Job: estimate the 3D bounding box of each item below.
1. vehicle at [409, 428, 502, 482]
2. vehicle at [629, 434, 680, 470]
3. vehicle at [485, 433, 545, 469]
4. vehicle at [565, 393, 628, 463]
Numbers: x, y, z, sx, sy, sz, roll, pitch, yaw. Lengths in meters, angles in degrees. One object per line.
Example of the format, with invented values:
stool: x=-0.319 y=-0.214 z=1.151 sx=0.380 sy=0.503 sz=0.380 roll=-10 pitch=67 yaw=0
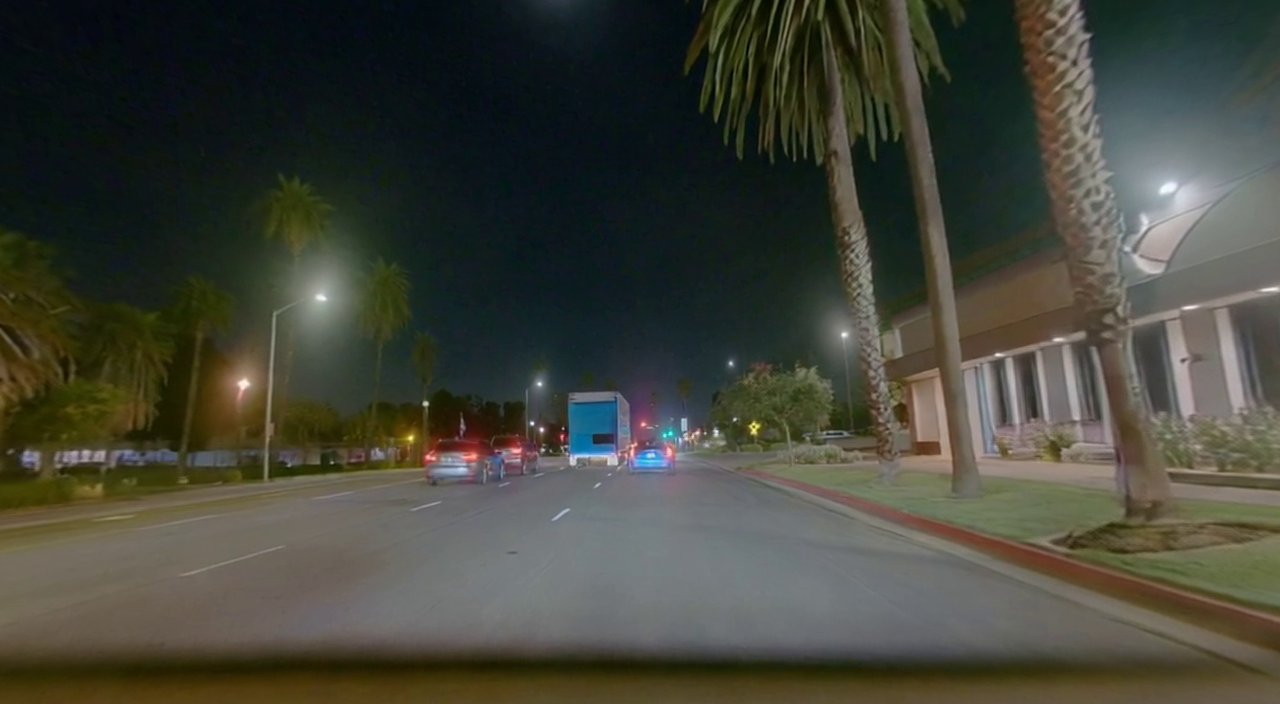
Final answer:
vehicle: x=-6.817 y=3.852 z=23.740 sx=2.014 sy=1.830 sz=4.281 roll=0 pitch=-9 yaw=3
vehicle: x=0.624 y=4.557 z=28.627 sx=2.144 sy=1.514 sz=4.063 roll=0 pitch=-9 yaw=1
vehicle: x=-6.583 y=5.285 z=33.588 sx=2.143 sy=1.736 sz=4.648 roll=0 pitch=-9 yaw=1
vehicle: x=-2.554 y=5.132 z=41.132 sx=2.992 sy=3.949 sz=11.815 roll=0 pitch=-9 yaw=1
